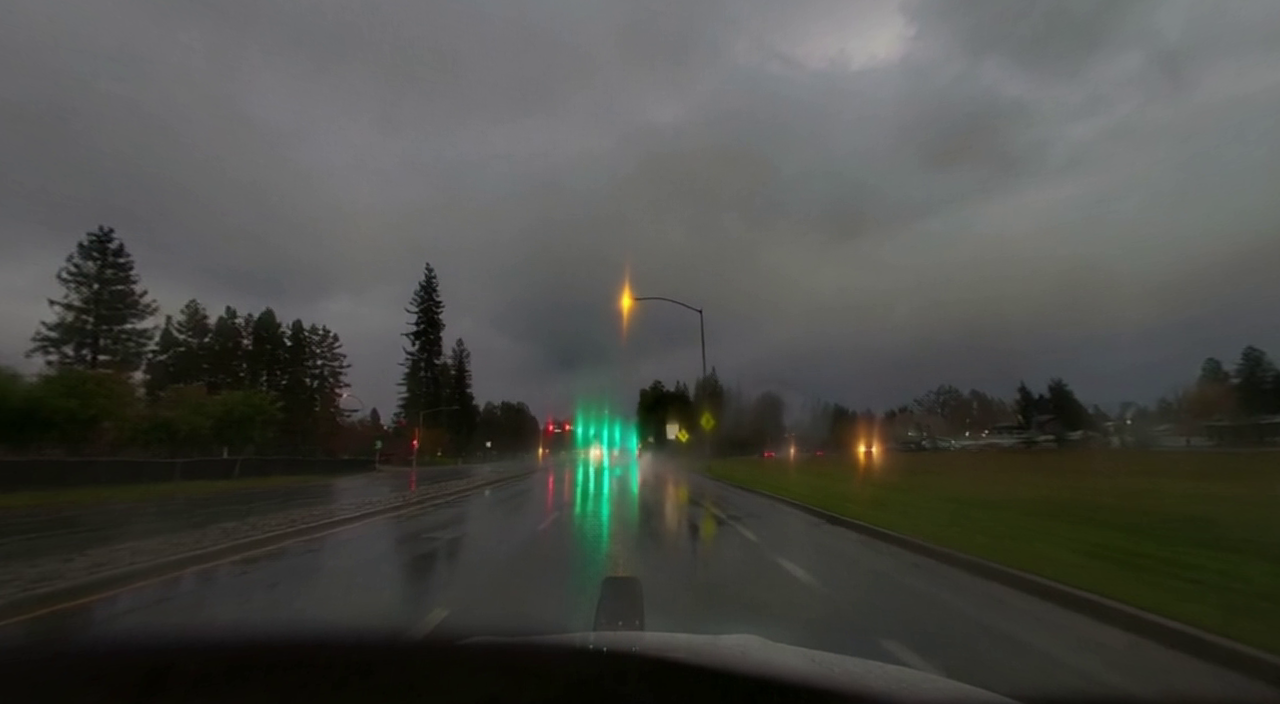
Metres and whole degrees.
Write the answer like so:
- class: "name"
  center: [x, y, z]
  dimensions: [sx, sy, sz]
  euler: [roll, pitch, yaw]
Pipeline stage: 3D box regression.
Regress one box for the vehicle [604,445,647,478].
- class: "vehicle"
  center: [-0.711, 5.245, 30.275]
  dimensions: [1.954, 1.469, 3.465]
  euler: [0, -9, -1]
